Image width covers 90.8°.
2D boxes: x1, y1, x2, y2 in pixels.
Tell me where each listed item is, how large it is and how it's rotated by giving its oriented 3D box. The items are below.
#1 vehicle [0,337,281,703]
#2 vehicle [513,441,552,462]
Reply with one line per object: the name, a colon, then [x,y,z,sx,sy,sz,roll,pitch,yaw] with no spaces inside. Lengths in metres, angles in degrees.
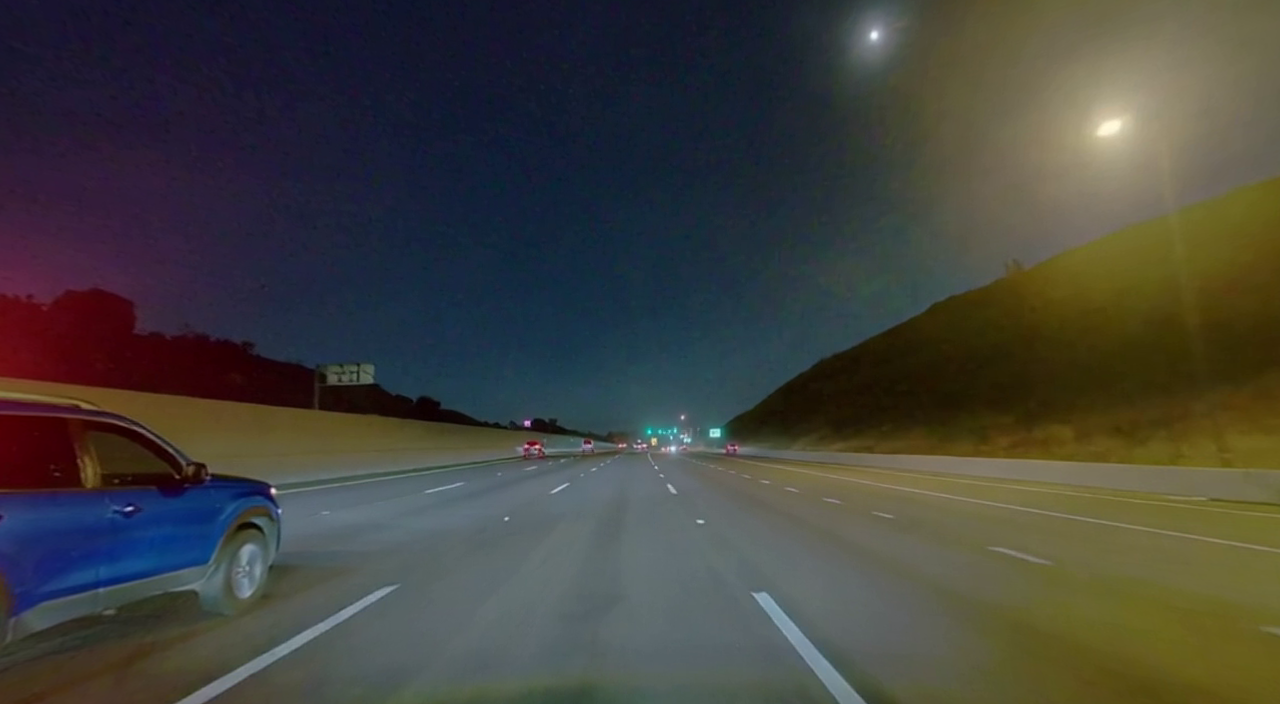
vehicle: [-3.643,0.756,2.249,2.047,1.715,4.689,0,-9,-1]
vehicle: [-7.931,7.390,47.144,2.054,1.474,4.450,0,-9,1]
